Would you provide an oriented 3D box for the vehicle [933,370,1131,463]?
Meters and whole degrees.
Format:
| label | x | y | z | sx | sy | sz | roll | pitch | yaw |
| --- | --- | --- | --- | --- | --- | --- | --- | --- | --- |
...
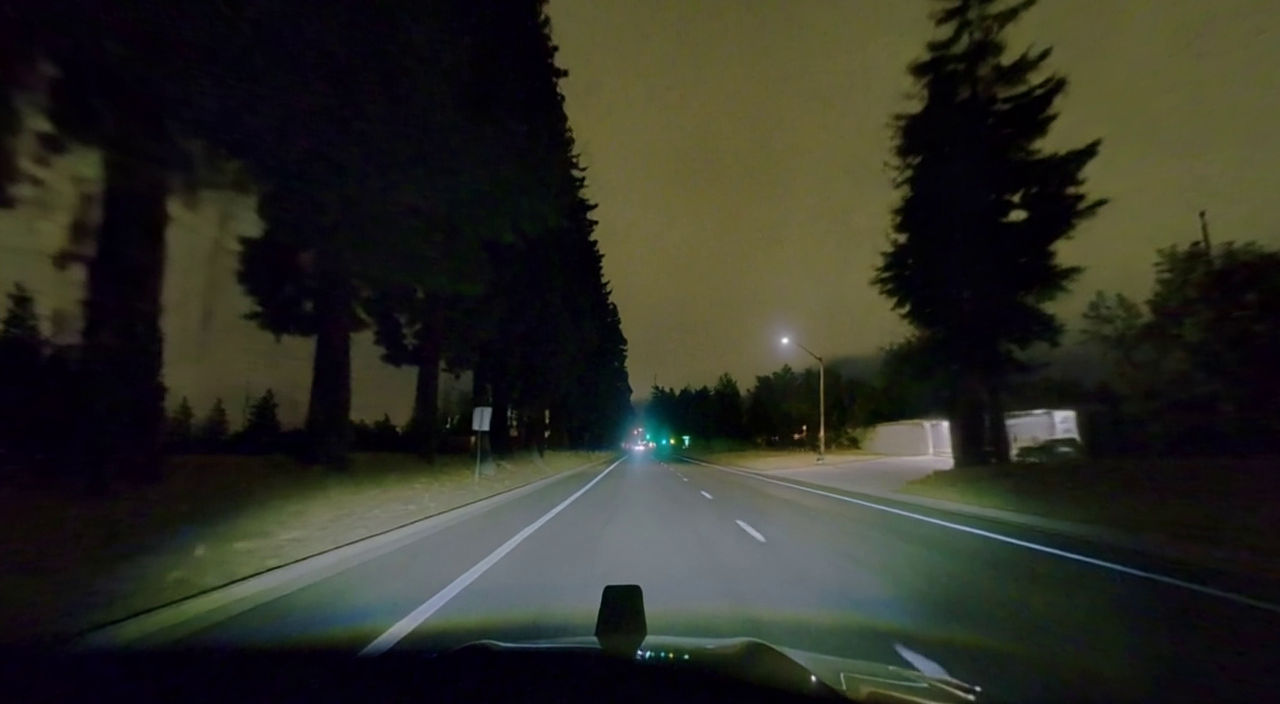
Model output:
| label | x | y | z | sx | sy | sz | roll | pitch | yaw |
| --- | --- | --- | --- | --- | --- | --- | --- | --- | --- |
| vehicle | 16.989 | 3.129 | 28.410 | 2.826 | 3.500 | 9.295 | 0 | -9 | 0 |
